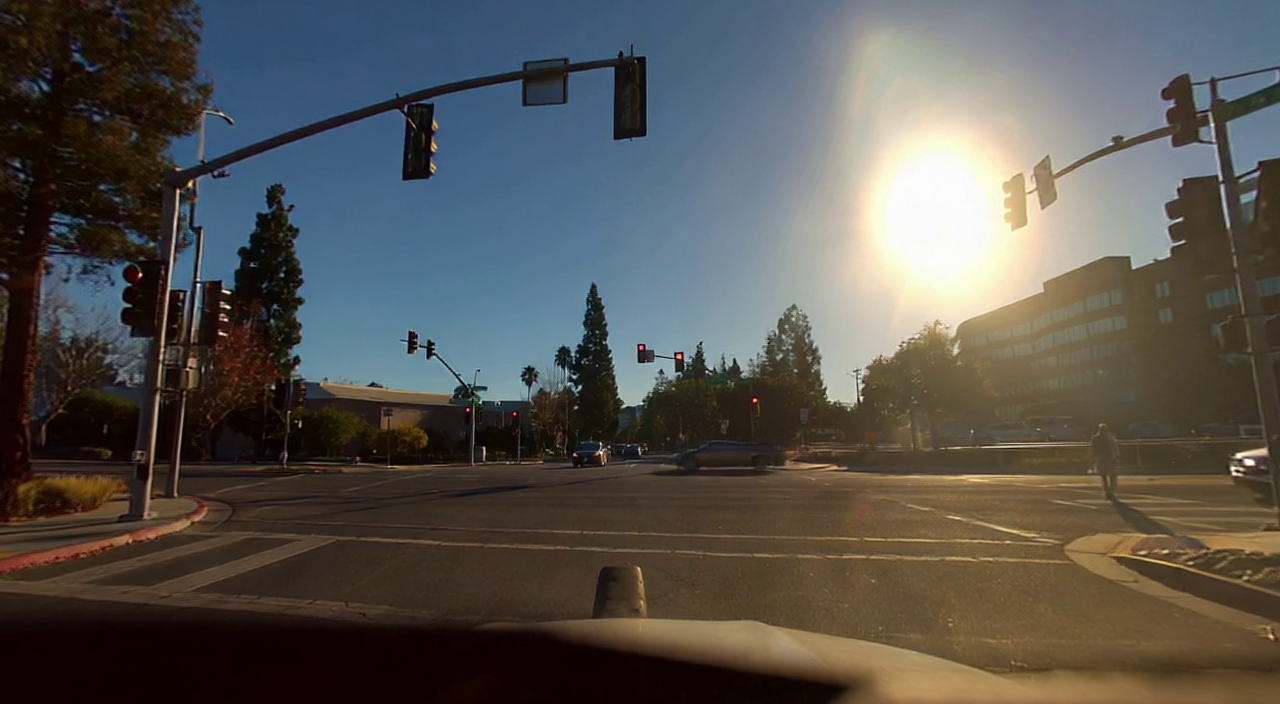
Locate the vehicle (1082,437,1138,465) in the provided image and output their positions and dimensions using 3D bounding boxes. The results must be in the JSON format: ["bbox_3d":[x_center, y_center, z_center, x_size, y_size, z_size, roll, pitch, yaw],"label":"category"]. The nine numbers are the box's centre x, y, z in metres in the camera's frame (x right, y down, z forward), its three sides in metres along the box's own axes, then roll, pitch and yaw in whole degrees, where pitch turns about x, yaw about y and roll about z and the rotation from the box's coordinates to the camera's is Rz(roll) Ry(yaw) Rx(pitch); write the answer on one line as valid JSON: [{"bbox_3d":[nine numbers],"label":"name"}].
[{"bbox_3d":[26.952,5.659,36.159,2.092,1.474,4.046,-8,-11,40],"label":"vehicle"}]

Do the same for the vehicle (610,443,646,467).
[{"bbox_3d":[-0.873,6.827,41.994,2.056,1.492,3.937,1,-9,-6],"label":"vehicle"}]

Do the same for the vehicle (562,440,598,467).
[{"bbox_3d":[-4.131,7.100,44.295,2.251,1.756,4.610,0,-9,-2],"label":"vehicle"}]

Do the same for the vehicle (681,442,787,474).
[{"bbox_3d":[4.423,4.939,29.563,4.628,1.414,1.897,-3,-9,17],"label":"vehicle"}]
